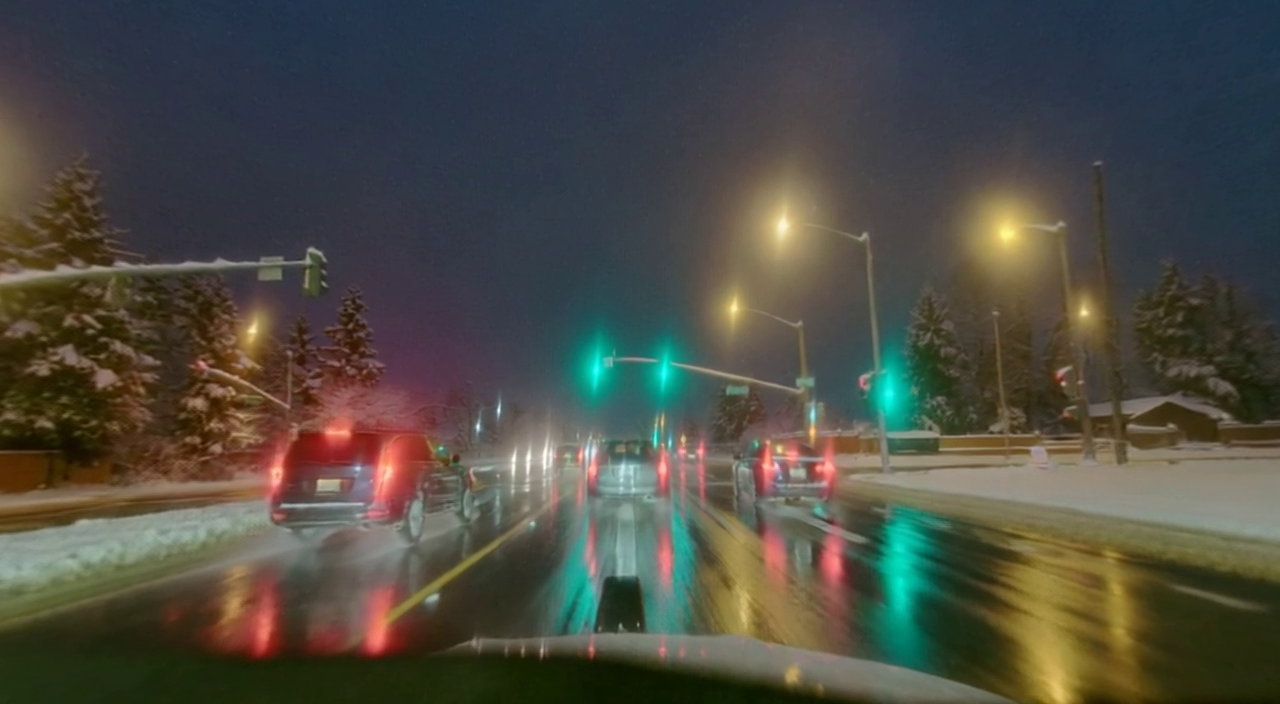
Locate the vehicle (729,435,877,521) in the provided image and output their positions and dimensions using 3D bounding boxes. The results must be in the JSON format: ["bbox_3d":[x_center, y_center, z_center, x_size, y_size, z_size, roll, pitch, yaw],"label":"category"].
[{"bbox_3d":[3.320,2.637,13.773,2.068,1.541,4.041,0,-8,-1],"label":"vehicle"}]

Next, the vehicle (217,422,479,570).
[{"bbox_3d":[-3.756,1.894,9.081,1.823,1.602,4.061,0,-8,0],"label":"vehicle"}]

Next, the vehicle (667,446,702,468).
[{"bbox_3d":[3.219,7.698,46.603,2.171,1.469,4.420,0,-8,-1],"label":"vehicle"}]

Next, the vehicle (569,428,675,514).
[{"bbox_3d":[-0.381,2.735,15.024,2.150,1.725,4.096,0,-8,0],"label":"vehicle"}]
